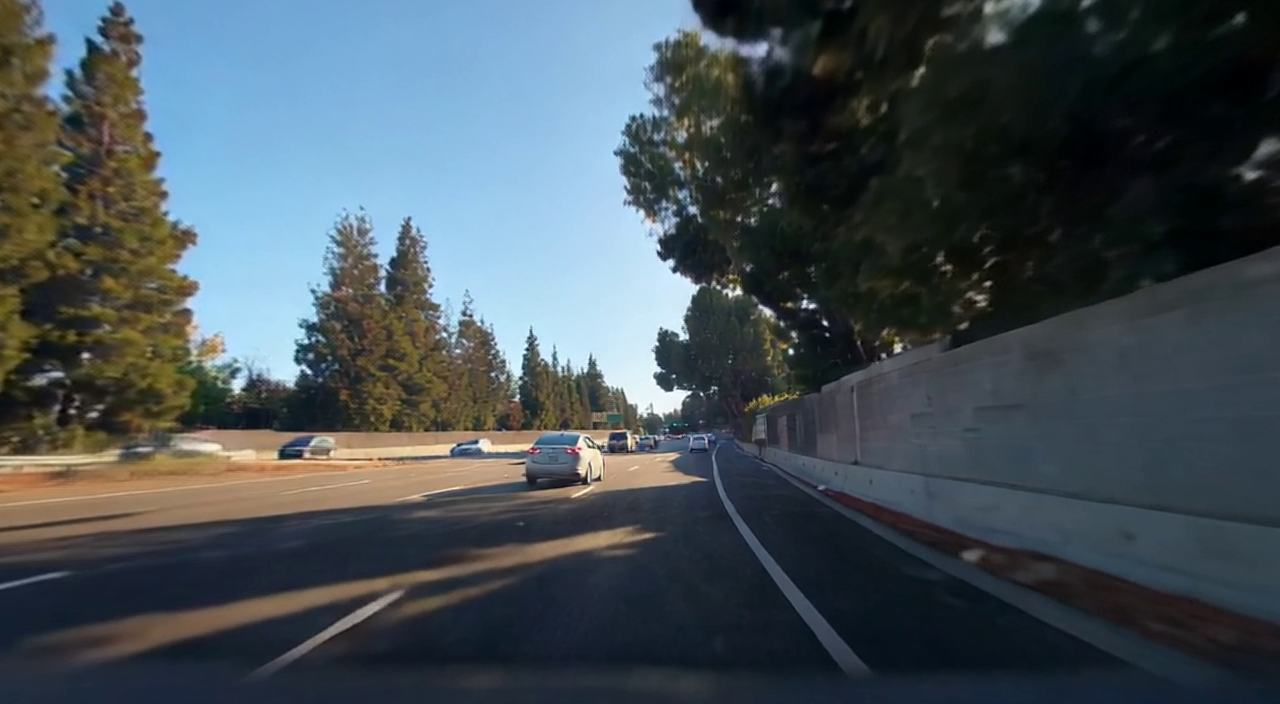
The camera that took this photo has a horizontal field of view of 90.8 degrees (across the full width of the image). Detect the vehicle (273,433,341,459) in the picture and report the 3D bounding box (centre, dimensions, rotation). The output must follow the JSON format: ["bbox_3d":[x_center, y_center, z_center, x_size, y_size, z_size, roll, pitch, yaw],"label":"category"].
[{"bbox_3d":[-22.101,6.264,42.108,1.852,1.614,4.189,0,-8,7],"label":"vehicle"}]

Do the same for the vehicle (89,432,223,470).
[{"bbox_3d":[-20.104,4.117,26.537,1.795,1.454,4.467,0,-8,5],"label":"vehicle"}]

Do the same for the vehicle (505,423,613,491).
[{"bbox_3d":[-2.107,2.902,17.959,2.082,1.638,4.644,0,-8,5],"label":"vehicle"}]
